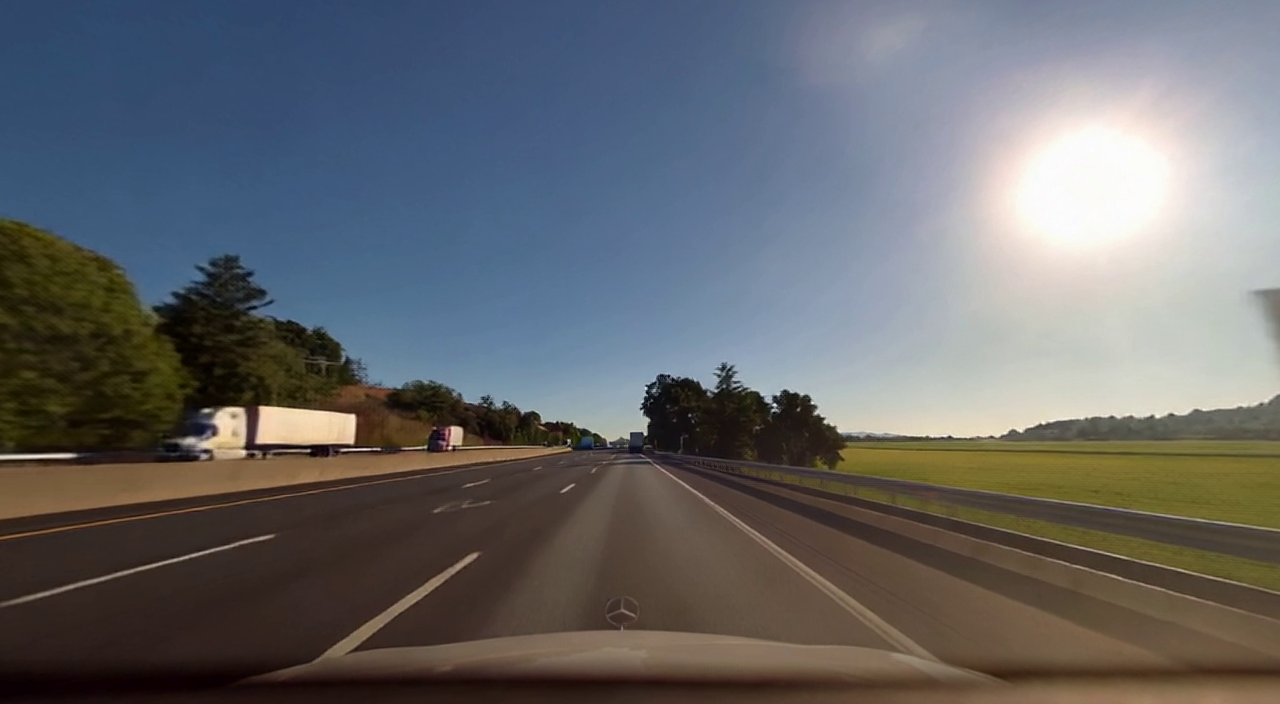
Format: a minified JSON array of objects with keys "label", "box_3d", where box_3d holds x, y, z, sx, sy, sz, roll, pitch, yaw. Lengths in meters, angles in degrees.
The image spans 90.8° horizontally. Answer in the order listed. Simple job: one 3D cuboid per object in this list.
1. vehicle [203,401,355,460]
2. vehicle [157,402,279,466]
[{"label":"vehicle","box_3d":[-25.276,5.843,45.615,3.095,3.605,13.571,0,-9,0]},{"label":"vehicle","box_3d":[-25.245,5.014,38.173,3.142,3.491,5.895,0,-9,0]}]
